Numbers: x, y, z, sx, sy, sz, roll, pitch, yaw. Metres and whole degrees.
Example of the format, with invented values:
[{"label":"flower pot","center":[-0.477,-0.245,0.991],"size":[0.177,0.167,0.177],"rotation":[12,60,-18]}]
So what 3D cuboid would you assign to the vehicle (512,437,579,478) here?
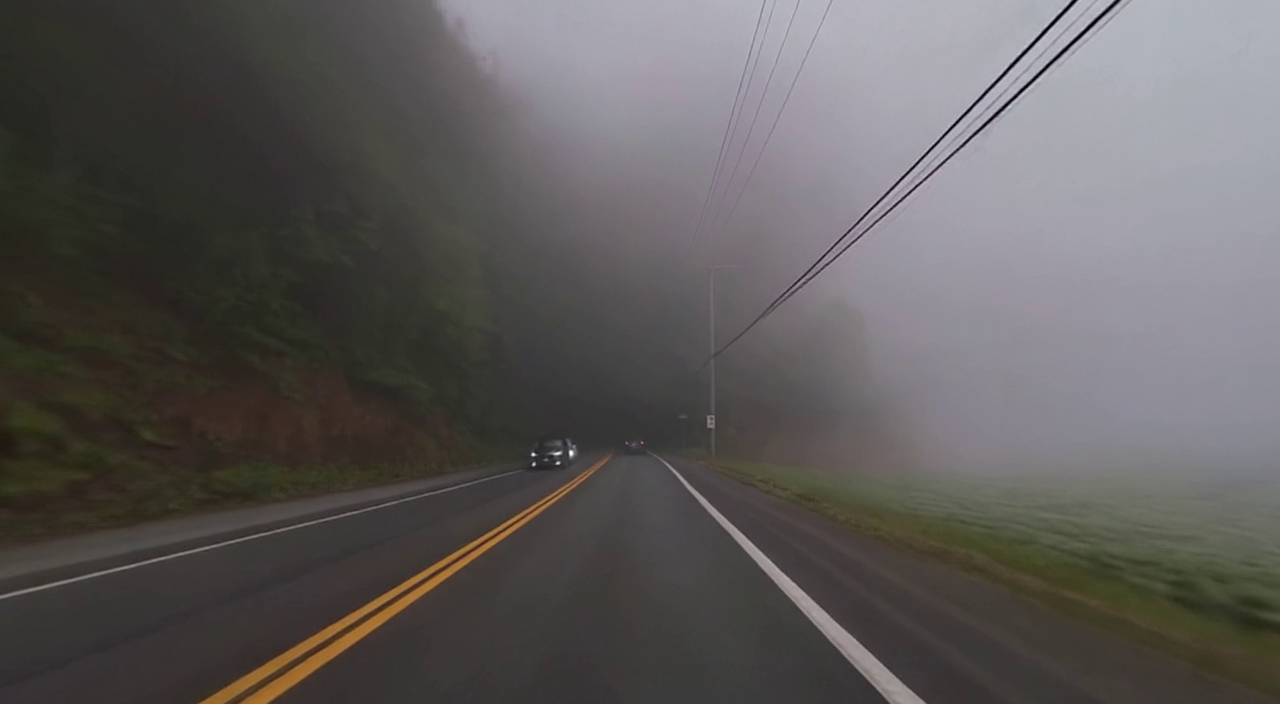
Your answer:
[{"label":"vehicle","center":[-4.428,5.075,30.750],"size":[2.172,1.744,6.543],"rotation":[-1,-8,1]}]
